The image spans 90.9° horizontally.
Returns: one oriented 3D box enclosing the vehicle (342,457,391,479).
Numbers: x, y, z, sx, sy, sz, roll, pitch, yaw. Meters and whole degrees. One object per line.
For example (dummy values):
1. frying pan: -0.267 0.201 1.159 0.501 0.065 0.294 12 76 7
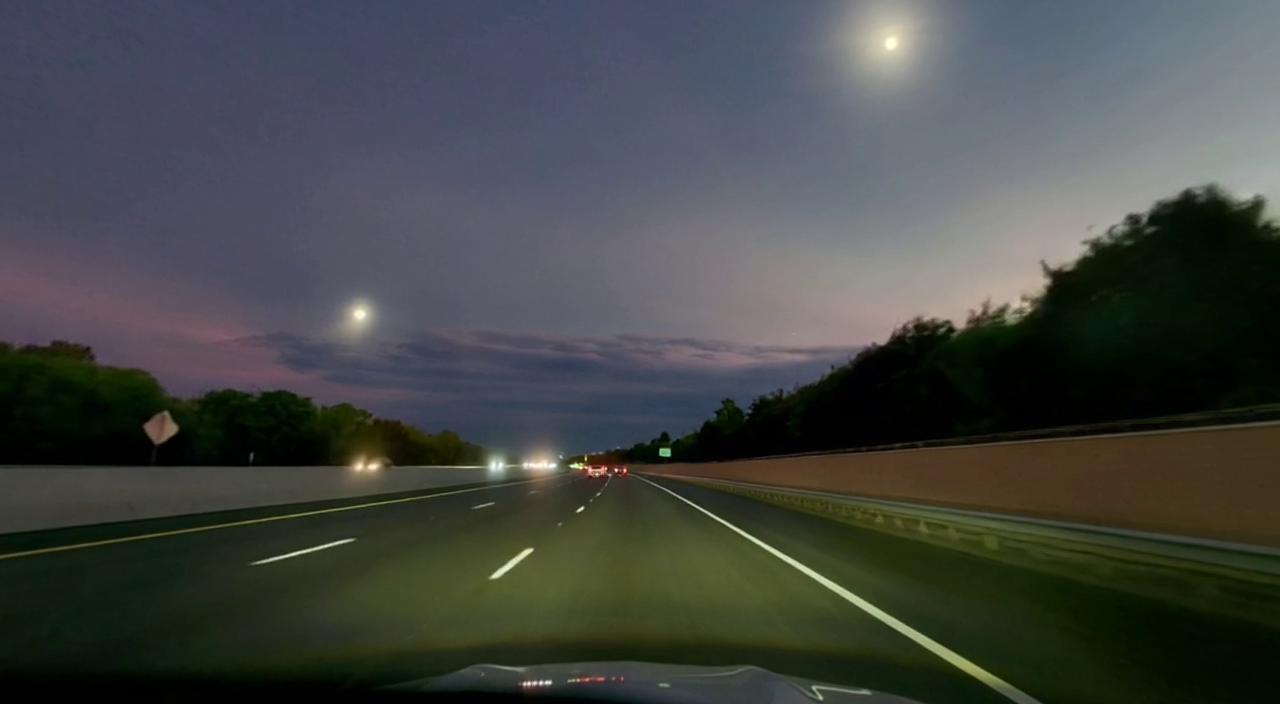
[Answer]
1. vehicle: -21.494 9.167 49.715 1.979 1.590 4.456 1 -10 -2
